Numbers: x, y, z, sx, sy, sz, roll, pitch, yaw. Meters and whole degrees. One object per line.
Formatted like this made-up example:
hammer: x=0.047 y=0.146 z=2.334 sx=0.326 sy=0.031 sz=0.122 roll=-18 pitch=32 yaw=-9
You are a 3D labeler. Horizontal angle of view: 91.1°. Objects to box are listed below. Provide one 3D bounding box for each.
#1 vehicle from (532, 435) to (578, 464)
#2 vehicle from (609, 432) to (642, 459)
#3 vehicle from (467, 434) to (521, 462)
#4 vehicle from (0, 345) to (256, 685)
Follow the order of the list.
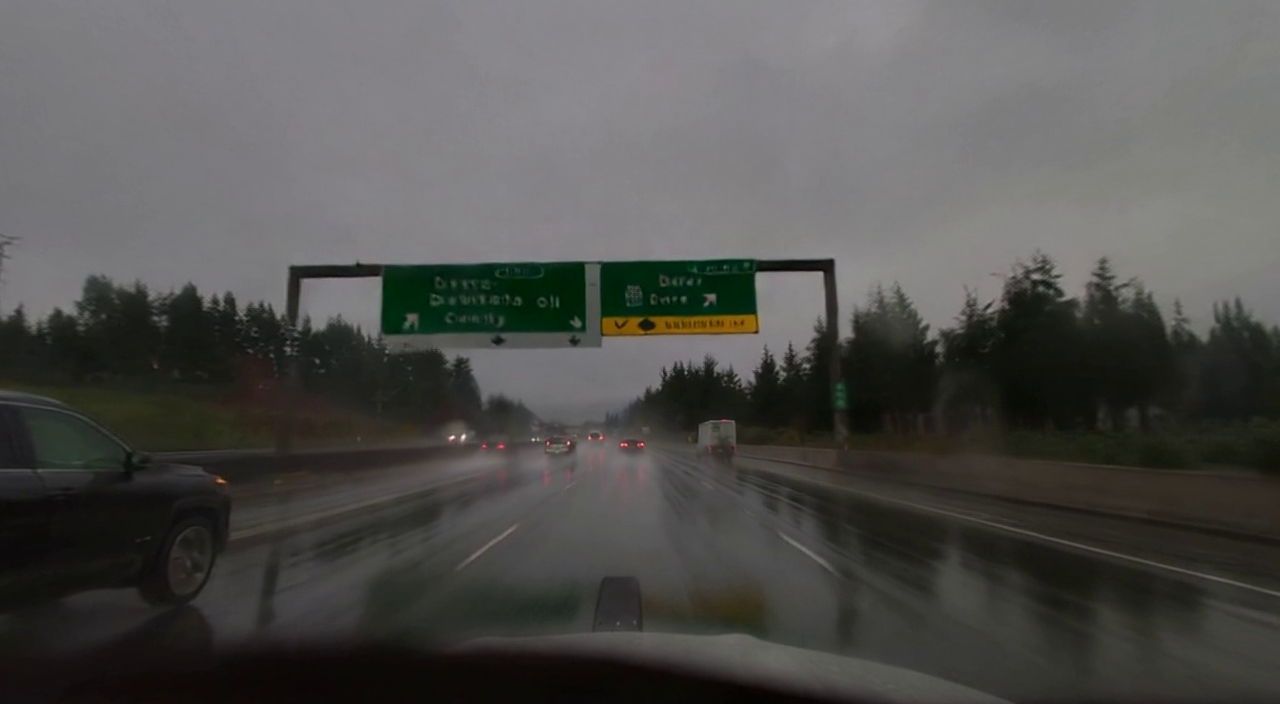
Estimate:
vehicle: x=-4.461 y=5.168 z=33.672 sx=1.909 sy=1.445 sz=4.087 roll=0 pitch=-8 yaw=0
vehicle: x=-0.915 y=5.916 z=39.992 sx=2.002 sy=1.611 sz=3.778 roll=0 pitch=-8 yaw=-1
vehicle: x=-8.379 y=5.533 z=36.513 sx=1.953 sy=1.524 sz=4.863 roll=0 pitch=-8 yaw=0
vehicle: x=-4.447 y=0.891 z=3.446 sx=1.971 sy=1.822 sz=4.366 roll=0 pitch=-8 yaw=-1
